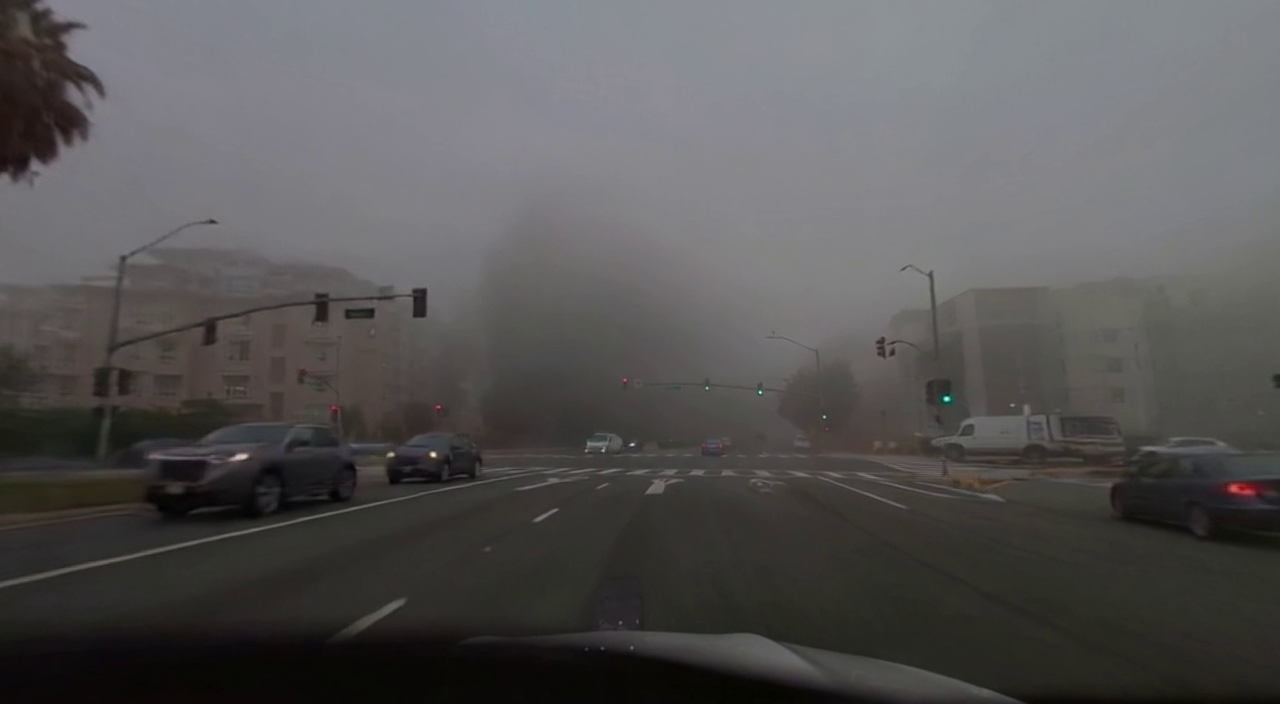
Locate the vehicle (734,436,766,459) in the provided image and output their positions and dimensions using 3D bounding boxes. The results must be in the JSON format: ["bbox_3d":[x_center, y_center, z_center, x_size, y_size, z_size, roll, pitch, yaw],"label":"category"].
[{"bbox_3d":[8.414,7.324,48.459,2.255,1.708,4.328,-2,-8,10],"label":"vehicle"}]

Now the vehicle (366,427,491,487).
[{"bbox_3d":[-6.602,3.332,20.379,2.010,1.686,4.653,-1,-8,6],"label":"vehicle"}]

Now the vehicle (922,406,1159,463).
[{"bbox_3d":[25.627,5.431,41.191,12.701,3.428,3.061,-2,-8,8],"label":"vehicle"}]

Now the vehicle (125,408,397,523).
[{"bbox_3d":[-6.928,2.142,12.439,2.188,1.789,4.881,-1,-8,2],"label":"vehicle"}]

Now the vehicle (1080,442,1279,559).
[{"bbox_3d":[9.367,2.190,10.156,2.144,1.473,4.638,-2,-9,14],"label":"vehicle"}]
